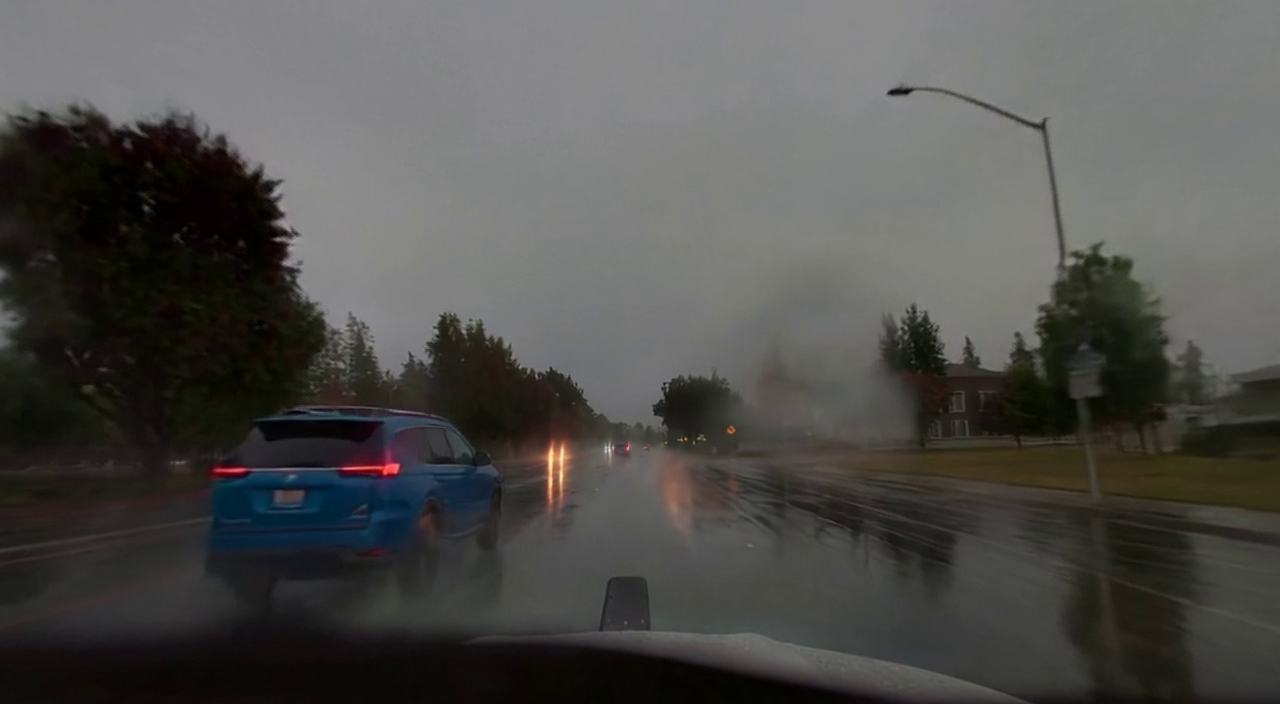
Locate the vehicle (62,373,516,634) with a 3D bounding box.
[{"bbox_3d":[-2.984,1.427,6.957,2.179,1.851,4.756,0,-8,1],"label":"vehicle"}]
